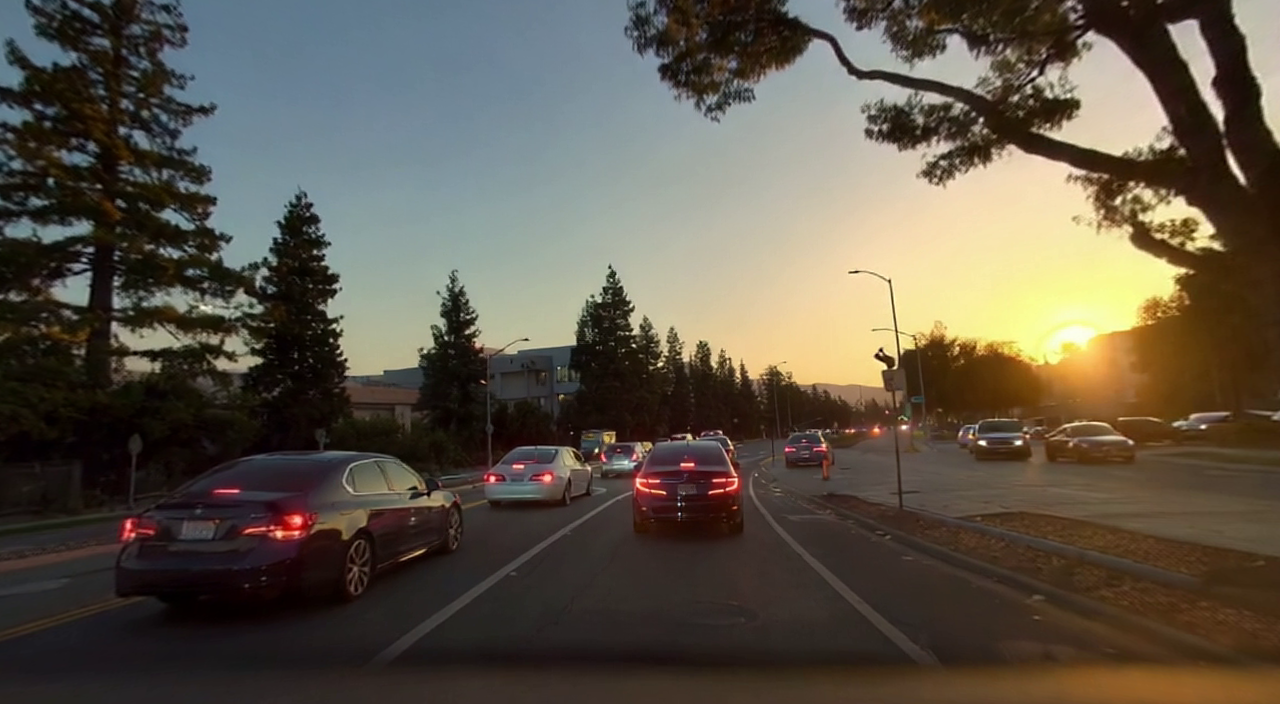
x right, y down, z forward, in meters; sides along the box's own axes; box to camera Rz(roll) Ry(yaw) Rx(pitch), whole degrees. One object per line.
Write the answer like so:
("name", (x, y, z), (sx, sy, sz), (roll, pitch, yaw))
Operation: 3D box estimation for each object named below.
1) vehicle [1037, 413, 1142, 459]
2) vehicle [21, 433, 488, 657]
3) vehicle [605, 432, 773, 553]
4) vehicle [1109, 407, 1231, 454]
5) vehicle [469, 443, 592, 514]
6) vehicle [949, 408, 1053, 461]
("vehicle", (17.930, 3.396, 25.358), (1.803, 1.518, 3.893), (-7, -9, 10))
("vehicle", (-3.201, 1.650, 6.519), (1.940, 1.502, 4.241), (-1, -9, 4))
("vehicle", (0.752, 2.113, 10.174), (2.142, 1.528, 4.133), (-1, -9, 4))
("vehicle", (20.551, 3.094, 24.643), (1.902, 1.529, 3.937), (-7, -9, 13))
("vehicle", (-2.501, 3.006, 15.520), (1.870, 1.490, 4.187), (-1, -9, 6))
("vehicle", (14.551, 3.417, 25.735), (2.288, 1.933, 4.612), (-2, -9, 12))
